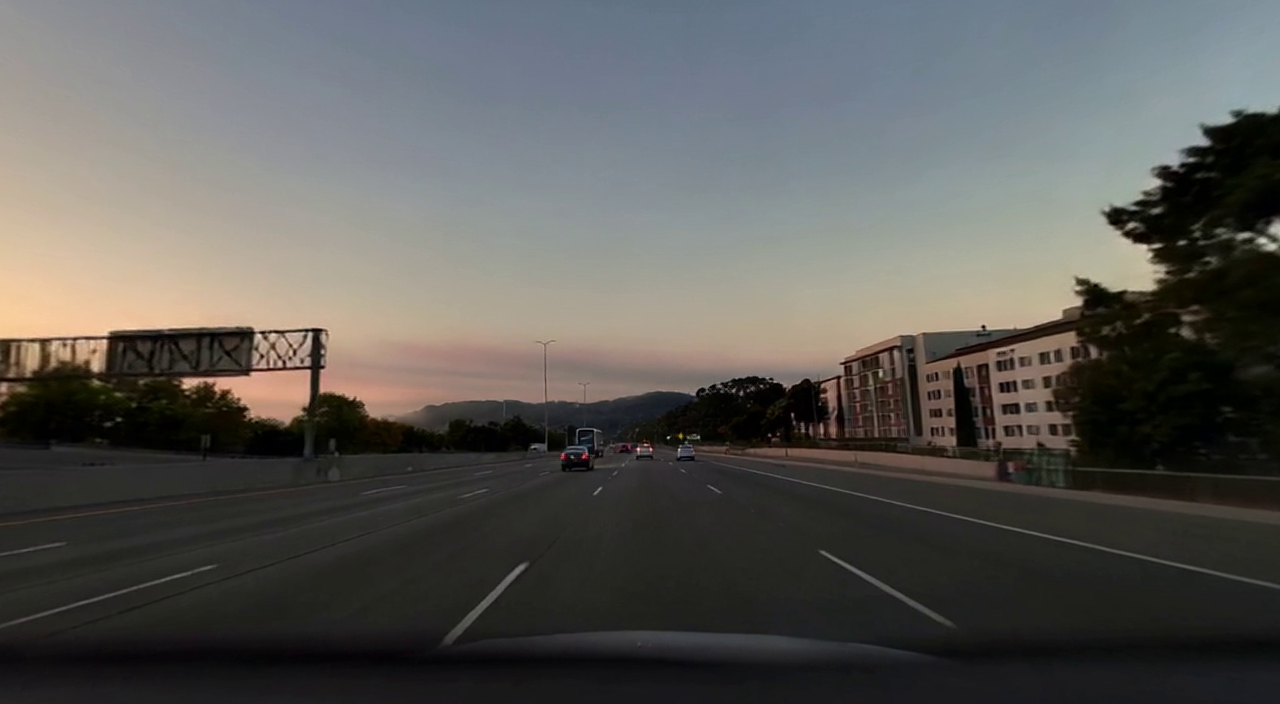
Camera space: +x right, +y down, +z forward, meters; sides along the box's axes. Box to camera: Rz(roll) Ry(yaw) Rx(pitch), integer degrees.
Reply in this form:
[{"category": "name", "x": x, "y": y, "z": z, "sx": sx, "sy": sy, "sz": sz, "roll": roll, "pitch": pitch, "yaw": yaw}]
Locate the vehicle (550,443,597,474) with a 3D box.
[{"category": "vehicle", "x": -3.686, "y": 6.022, "z": 35.721, "sx": 2.195, "sy": 1.630, "sz": 4.336, "roll": 0, "pitch": -9, "yaw": 0}]
